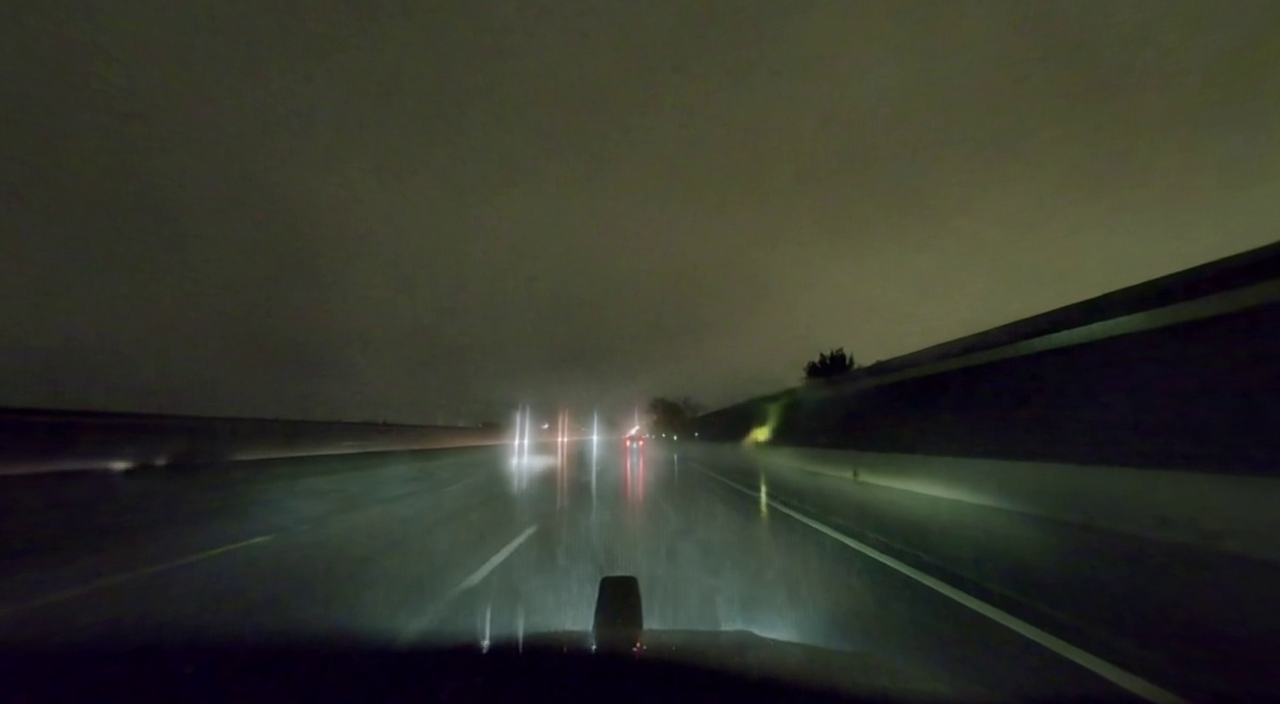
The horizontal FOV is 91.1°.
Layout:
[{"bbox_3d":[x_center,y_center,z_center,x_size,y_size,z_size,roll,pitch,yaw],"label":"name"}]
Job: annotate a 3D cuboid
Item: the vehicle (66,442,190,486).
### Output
[{"bbox_3d":[-19.059,4.139,23.604,1.674,1.440,3.617,0,-8,-2],"label":"vehicle"}]
